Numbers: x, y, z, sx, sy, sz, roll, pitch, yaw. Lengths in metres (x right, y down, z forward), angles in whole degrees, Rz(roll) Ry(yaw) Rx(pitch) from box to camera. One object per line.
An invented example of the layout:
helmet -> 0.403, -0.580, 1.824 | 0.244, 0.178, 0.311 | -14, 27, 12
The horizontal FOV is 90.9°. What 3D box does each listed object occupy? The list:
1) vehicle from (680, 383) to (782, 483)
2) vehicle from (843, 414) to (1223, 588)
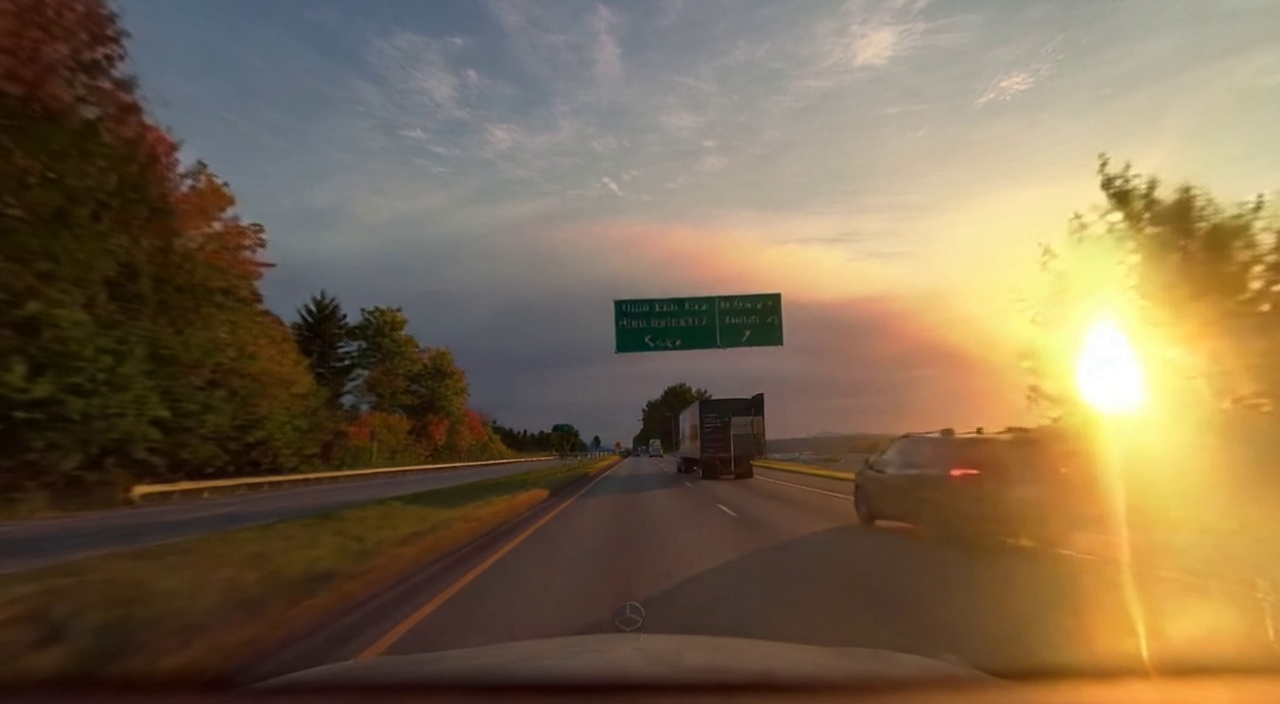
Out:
vehicle -> 4.195, 4.446, 33.203 | 3.231, 4.102, 14.393 | 0, -9, 0
vehicle -> 4.644, 1.832, 8.628 | 2.118, 1.688, 4.715 | 0, -9, 0
